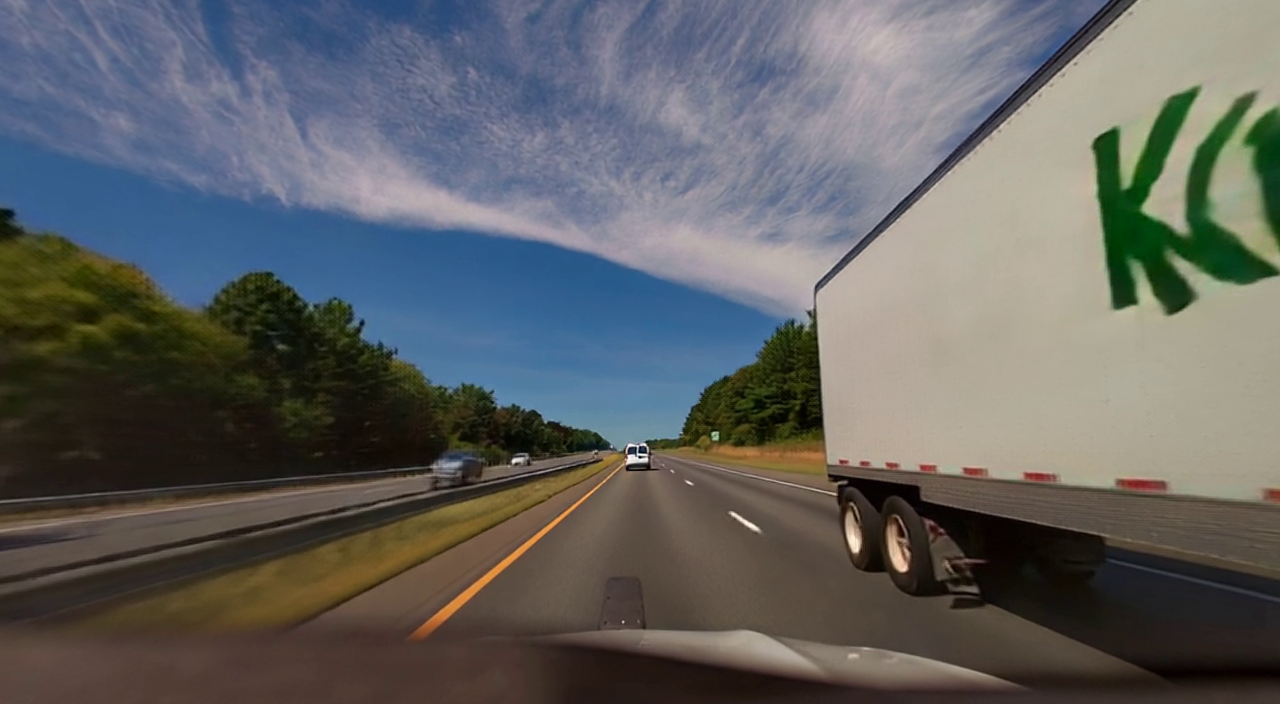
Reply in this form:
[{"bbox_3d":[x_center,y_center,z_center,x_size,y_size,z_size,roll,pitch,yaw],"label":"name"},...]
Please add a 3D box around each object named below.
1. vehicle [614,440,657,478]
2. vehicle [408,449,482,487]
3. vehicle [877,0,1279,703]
[{"bbox_3d":[-0.215,5.645,33.298,2.105,1.865,4.102,0,-9,0],"label":"vehicle"},{"bbox_3d":[-8.711,5.205,28.556,2.014,1.567,4.117,0,-9,0],"label":"vehicle"},{"bbox_3d":[4.222,0.074,4.227,2.945,3.903,5.826,0,-9,1],"label":"vehicle"}]
